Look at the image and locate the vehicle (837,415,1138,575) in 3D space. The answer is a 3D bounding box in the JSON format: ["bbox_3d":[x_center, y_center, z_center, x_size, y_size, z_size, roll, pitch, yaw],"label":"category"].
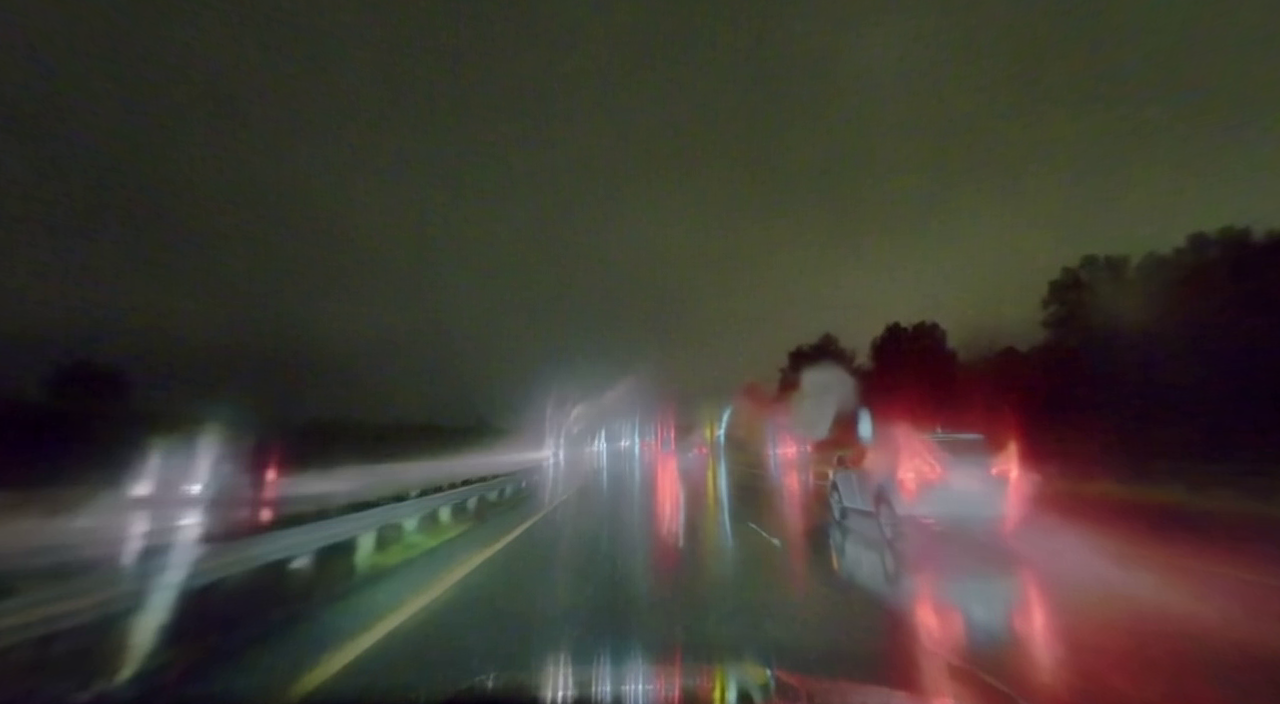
[{"bbox_3d":[4.086,1.725,8.330,2.001,1.555,4.098,-2,-9,7],"label":"vehicle"}]

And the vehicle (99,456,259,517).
[{"bbox_3d":[-13.810,4.004,19.148,1.899,1.556,3.999,0,-9,-2],"label":"vehicle"}]
